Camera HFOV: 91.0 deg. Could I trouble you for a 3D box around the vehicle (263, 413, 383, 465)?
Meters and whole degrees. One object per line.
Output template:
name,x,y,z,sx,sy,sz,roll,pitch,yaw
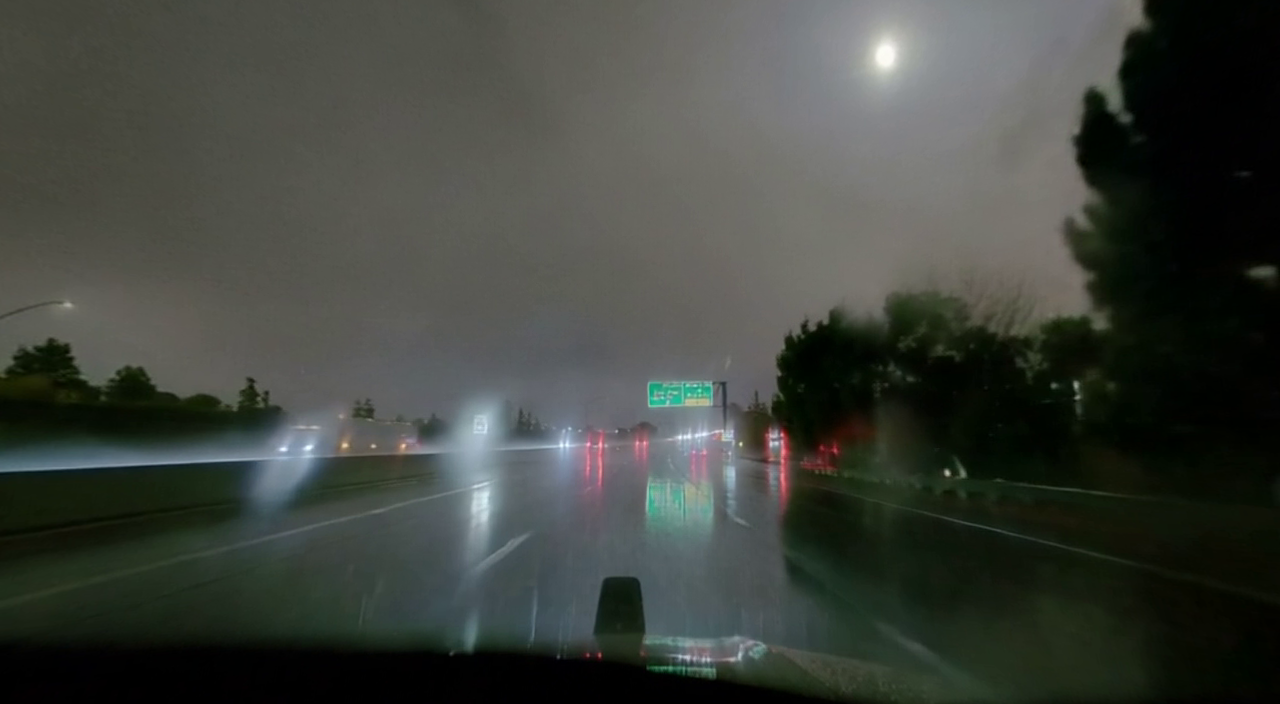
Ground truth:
vehicle,-23.097,6.526,46.830,3.343,3.439,10.043,0,-9,2
